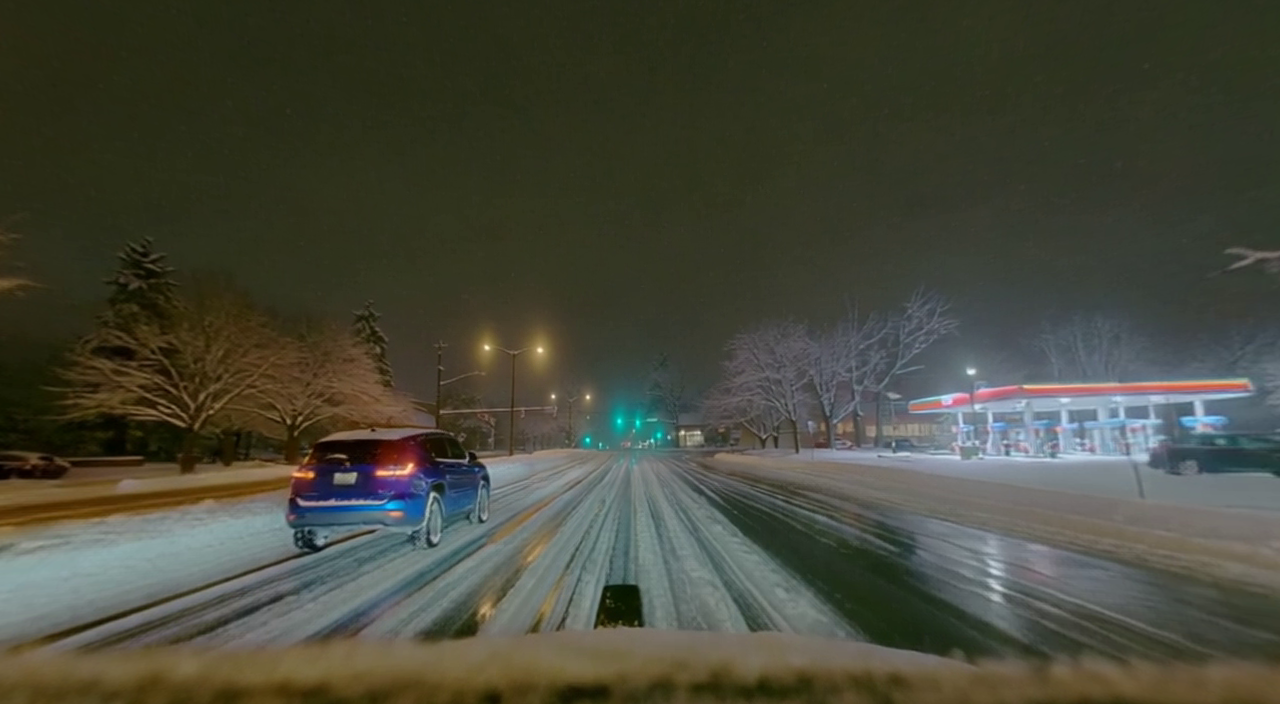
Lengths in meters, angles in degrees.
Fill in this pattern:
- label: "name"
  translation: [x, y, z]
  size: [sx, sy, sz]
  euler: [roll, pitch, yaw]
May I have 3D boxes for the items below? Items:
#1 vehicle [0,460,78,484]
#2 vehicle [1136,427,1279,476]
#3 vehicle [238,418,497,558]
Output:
- label: "vehicle"
  translation: [-39.220, 7.741, 40.855]
  size: [1.622, 1.345, 4.259]
  euler: [-1, -8, -1]
- label: "vehicle"
  translation: [18.665, 3.136, 19.856]
  size: [4.398, 1.457, 1.806]
  euler: [-1, -8, 2]
- label: "vehicle"
  translation: [-3.799, 1.975, 9.942]
  size: [2.039, 1.656, 4.710]
  euler: [0, -8, -1]
